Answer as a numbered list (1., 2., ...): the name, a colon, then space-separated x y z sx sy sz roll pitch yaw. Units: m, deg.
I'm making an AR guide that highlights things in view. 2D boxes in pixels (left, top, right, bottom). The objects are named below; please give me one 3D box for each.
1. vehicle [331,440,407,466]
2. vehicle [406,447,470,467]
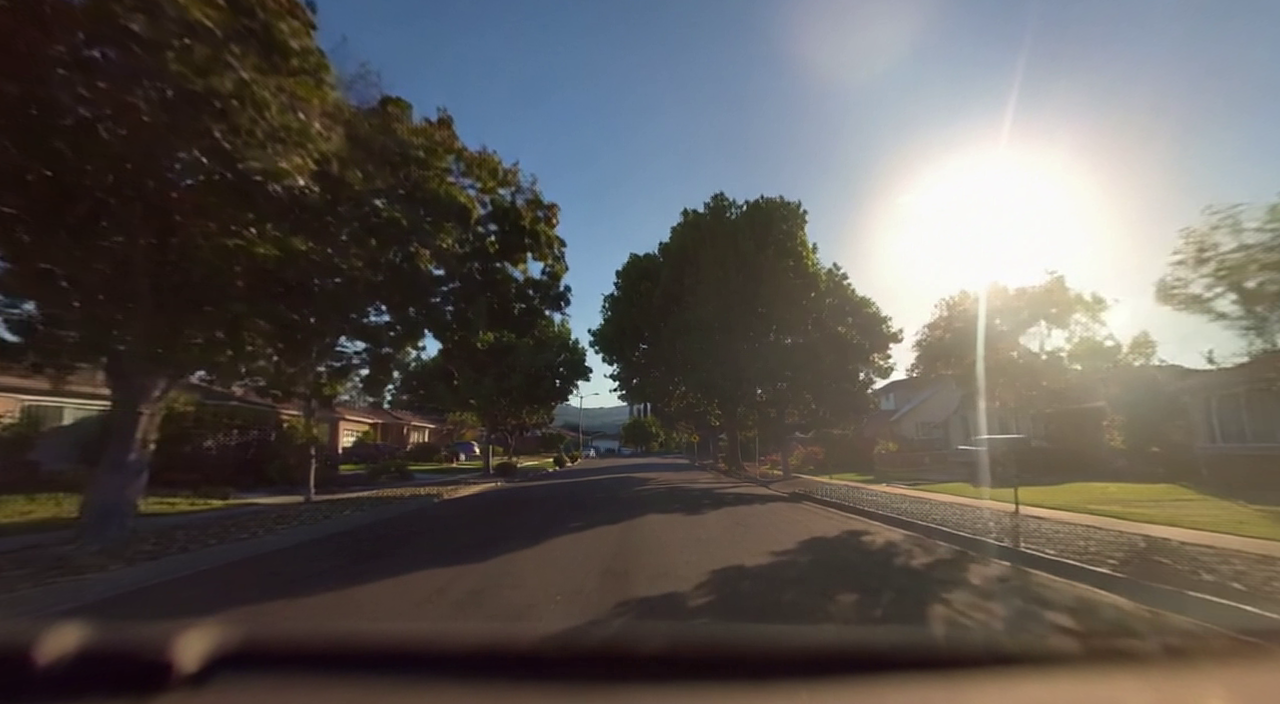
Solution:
1. vehicle: -19.308 7.248 45.161 4.359 1.789 2.123 0 -10 0
2. vehicle: -15.843 8.251 49.680 4.307 1.508 2.072 0 -10 1
